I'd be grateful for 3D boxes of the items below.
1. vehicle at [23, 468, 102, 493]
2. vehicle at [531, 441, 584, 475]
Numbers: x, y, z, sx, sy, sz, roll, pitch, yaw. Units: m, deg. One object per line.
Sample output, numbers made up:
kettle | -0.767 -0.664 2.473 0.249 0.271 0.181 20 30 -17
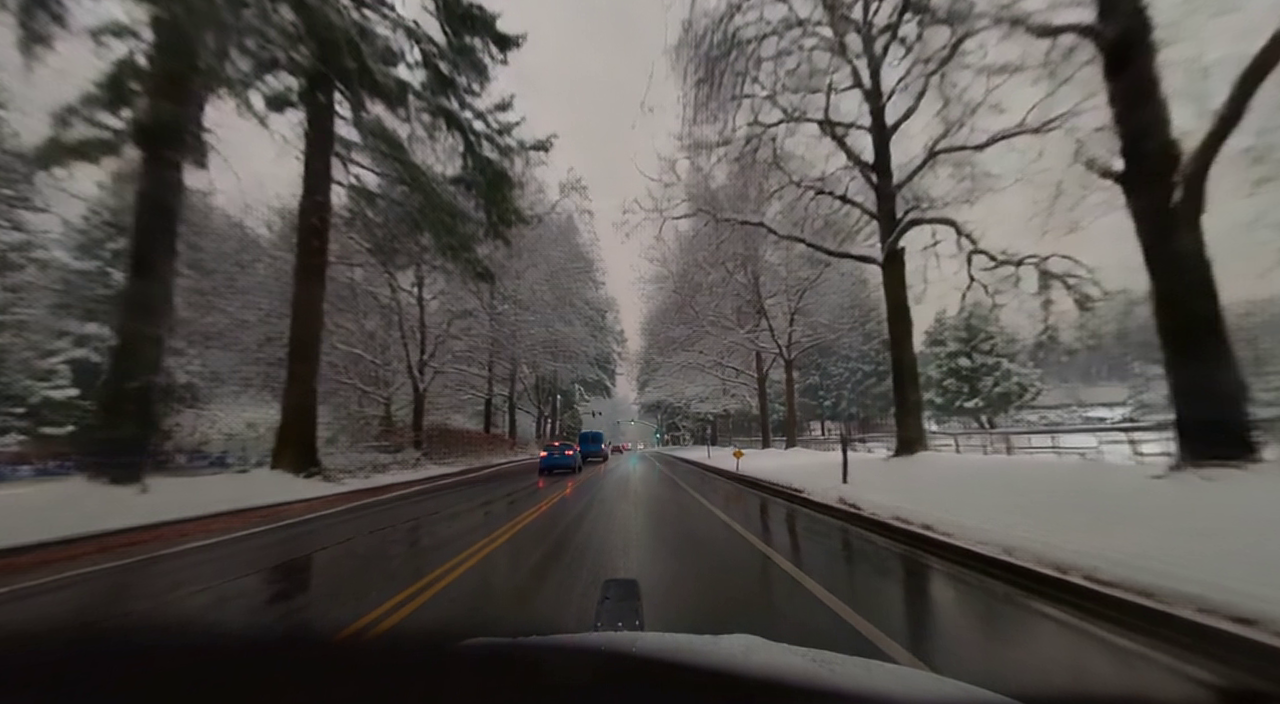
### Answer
vehicle | -36.679 8.140 40.262 1.567 1.379 3.614 3 -10 -1
vehicle | -3.871 5.011 30.144 2.009 1.473 4.028 1 -8 -1
